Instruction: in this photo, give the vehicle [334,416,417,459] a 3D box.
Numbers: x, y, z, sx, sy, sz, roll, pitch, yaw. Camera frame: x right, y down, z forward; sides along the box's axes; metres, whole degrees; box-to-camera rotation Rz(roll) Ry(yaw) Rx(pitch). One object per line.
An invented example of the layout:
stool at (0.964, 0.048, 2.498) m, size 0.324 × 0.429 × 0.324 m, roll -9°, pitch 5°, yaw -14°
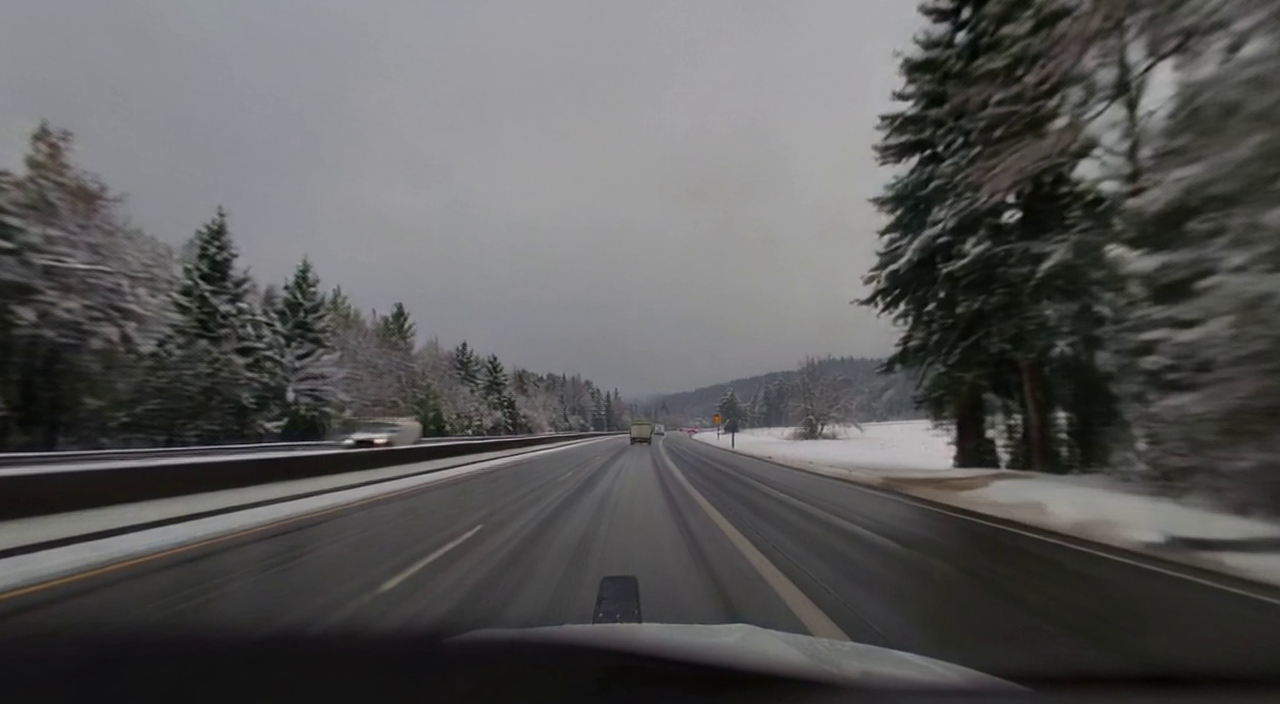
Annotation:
vehicle at (-14.652, 4.802, 35.178) m, size 2.359 × 2.212 × 4.973 m, roll 0°, pitch -8°, yaw 2°
